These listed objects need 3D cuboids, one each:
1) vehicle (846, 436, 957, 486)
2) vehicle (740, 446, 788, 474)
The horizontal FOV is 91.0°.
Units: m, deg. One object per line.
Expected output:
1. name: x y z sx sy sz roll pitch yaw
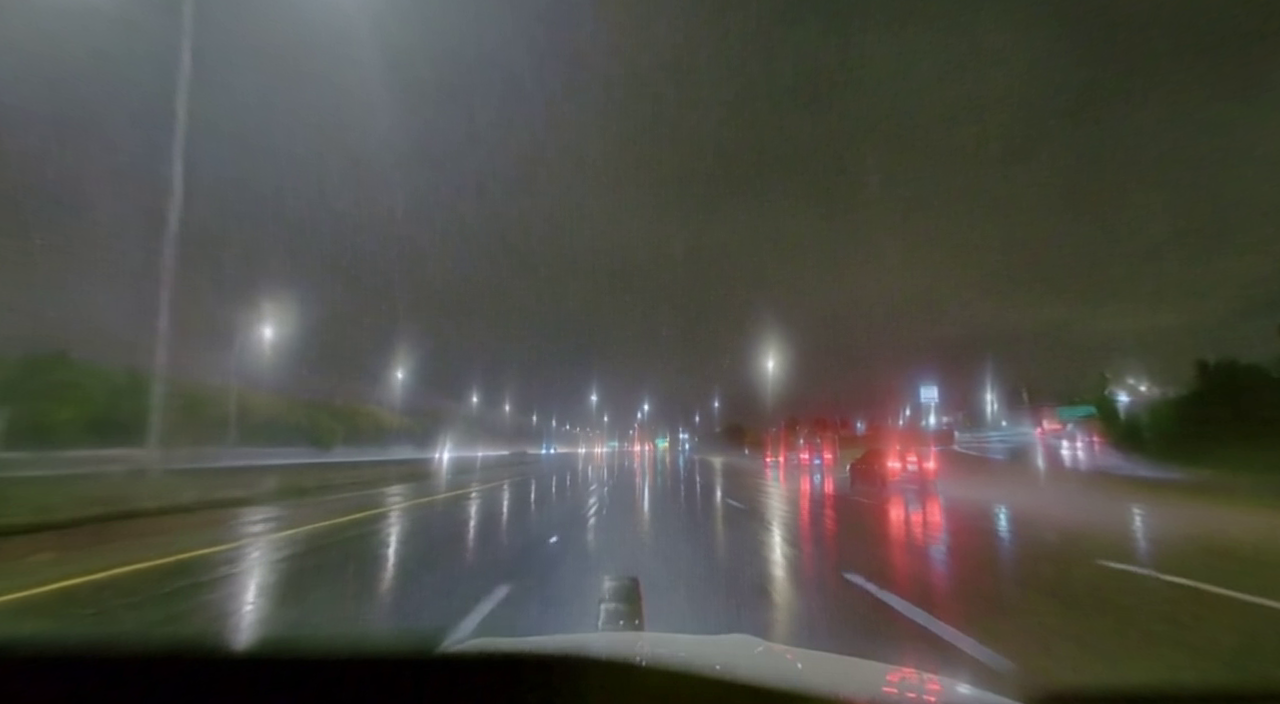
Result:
1. vehicle: 11.148 4.689 27.457 2.387 1.936 5.646 0 -9 0
2. vehicle: 7.528 6.611 38.722 2.053 1.553 4.463 0 -9 0
